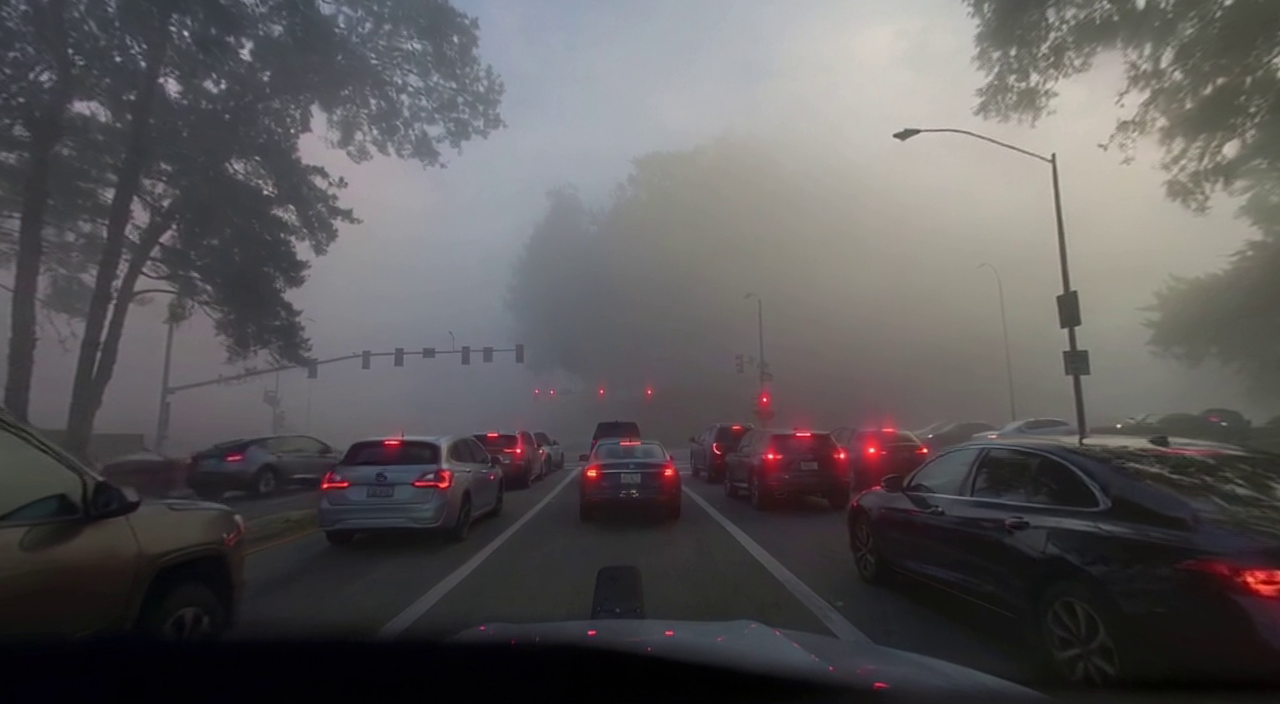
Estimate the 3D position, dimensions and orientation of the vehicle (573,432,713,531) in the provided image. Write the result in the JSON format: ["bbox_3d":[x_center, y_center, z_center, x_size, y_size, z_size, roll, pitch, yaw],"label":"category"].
[{"bbox_3d":[-0.022,2.199,11.282,2.076,1.438,3.770,0,-8,-2],"label":"vehicle"}]

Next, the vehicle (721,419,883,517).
[{"bbox_3d":[3.049,2.294,12.898,2.106,1.667,4.101,0,-8,-2],"label":"vehicle"}]

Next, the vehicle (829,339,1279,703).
[{"bbox_3d":[3.151,1.104,4.595,2.074,1.685,4.387,0,-8,-1],"label":"vehicle"}]

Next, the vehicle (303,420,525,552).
[{"bbox_3d":[-3.078,1.909,9.690,1.896,1.546,4.378,0,-8,-2],"label":"vehicle"}]

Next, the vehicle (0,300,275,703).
[{"bbox_3d":[-3.194,0.604,1.405,2.079,1.756,4.676,0,-8,-2],"label":"vehicle"}]
